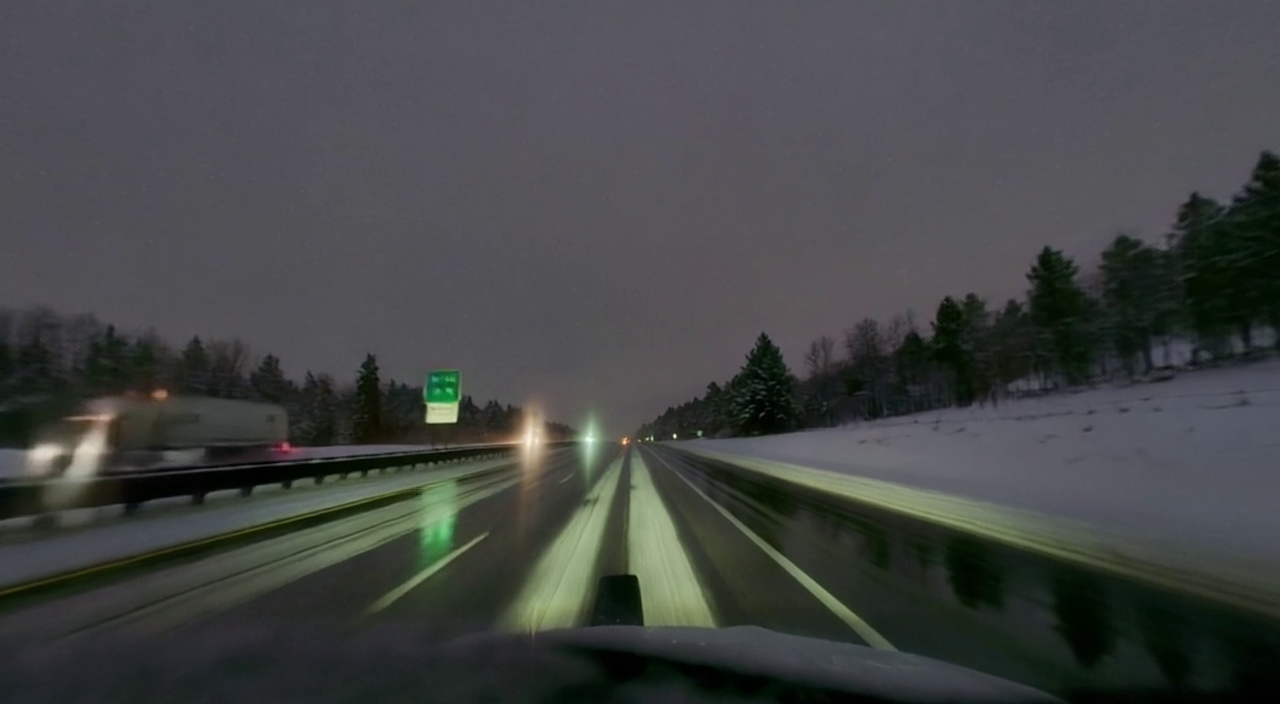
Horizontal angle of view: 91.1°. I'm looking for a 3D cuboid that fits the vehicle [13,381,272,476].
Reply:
[{"bbox_3d":[-24.117,3.993,32.197,2.877,3.842,12.982,0,-8,-1],"label":"vehicle"}]
